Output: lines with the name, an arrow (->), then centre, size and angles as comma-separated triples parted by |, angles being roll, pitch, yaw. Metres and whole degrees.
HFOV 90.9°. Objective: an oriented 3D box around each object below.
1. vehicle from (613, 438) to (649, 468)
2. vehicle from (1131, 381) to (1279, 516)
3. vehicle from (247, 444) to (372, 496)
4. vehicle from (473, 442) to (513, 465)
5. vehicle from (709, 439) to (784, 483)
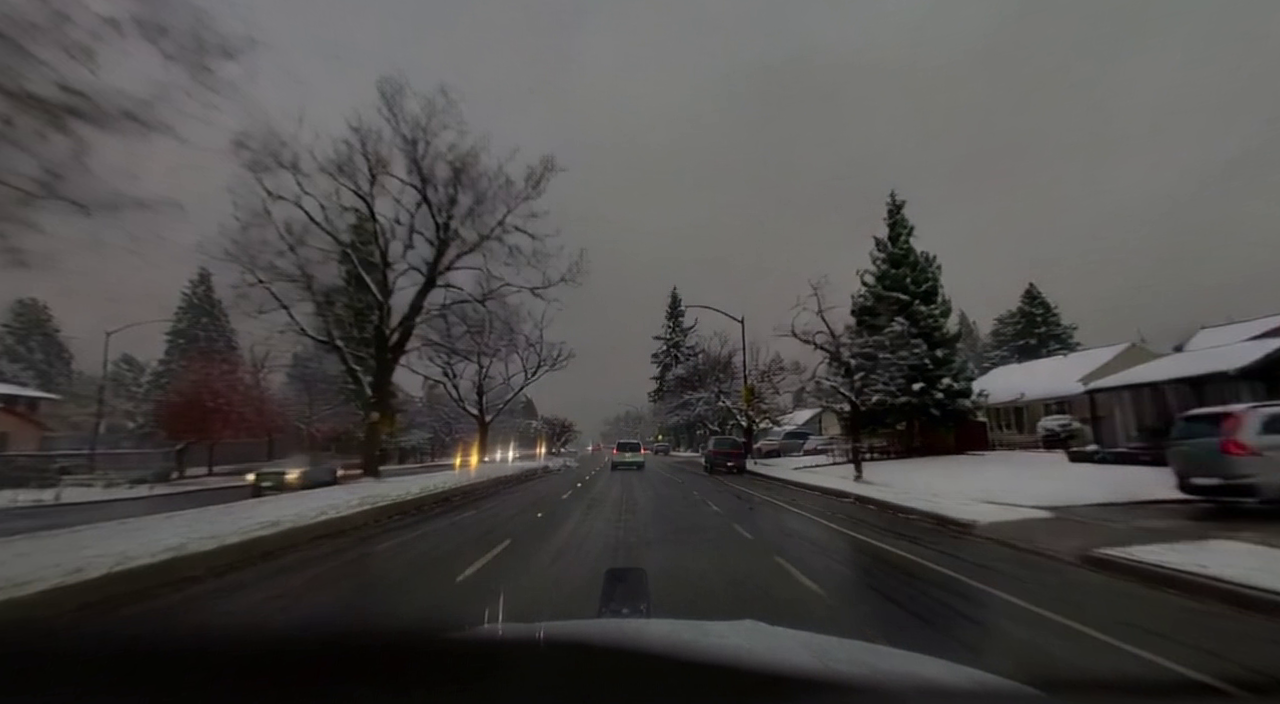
vehicle -> -0.575, 5.928, 37.281 | 2.024, 1.655, 4.301 | 0, -8, -2
vehicle -> 11.553, 1.464, 9.761 | 5.876, 1.828, 2.268 | 0, -8, 1
vehicle -> -11.664, 4.153, 22.649 | 2.065, 1.644, 4.412 | -1, -8, 0
vehicle -> -11.372, 7.879, 48.973 | 2.007, 1.689, 4.541 | 0, -8, 0
vehicle -> 4.003, 4.164, 24.490 | 2.045, 1.517, 4.394 | 0, -8, -1
